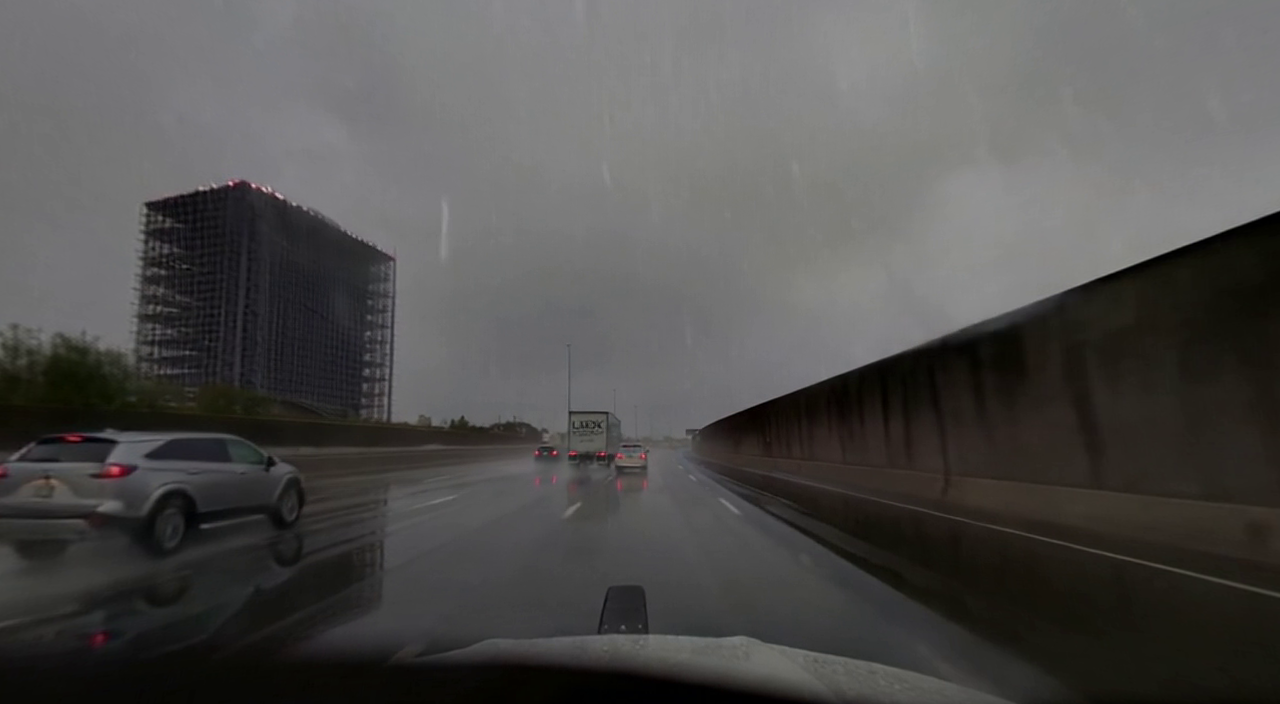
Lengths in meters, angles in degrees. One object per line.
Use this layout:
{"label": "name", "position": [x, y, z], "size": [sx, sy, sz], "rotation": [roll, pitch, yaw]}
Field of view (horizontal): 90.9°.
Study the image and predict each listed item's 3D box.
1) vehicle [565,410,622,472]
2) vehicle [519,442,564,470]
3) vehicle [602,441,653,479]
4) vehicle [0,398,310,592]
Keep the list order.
{"label": "vehicle", "position": [-2.753, 5.701, 40.023], "size": [2.794, 3.460, 8.595], "rotation": [0, -9, 1]}
{"label": "vehicle", "position": [-6.399, 6.844, 41.585], "size": [2.124, 1.674, 4.541], "rotation": [0, -9, 1]}
{"label": "vehicle", "position": [-0.543, 4.840, 28.425], "size": [2.168, 1.597, 3.615], "rotation": [0, -9, -1]}
{"label": "vehicle", "position": [-6.996, 1.695, 8.339], "size": [2.401, 1.759, 5.126], "rotation": [0, -9, 1]}
